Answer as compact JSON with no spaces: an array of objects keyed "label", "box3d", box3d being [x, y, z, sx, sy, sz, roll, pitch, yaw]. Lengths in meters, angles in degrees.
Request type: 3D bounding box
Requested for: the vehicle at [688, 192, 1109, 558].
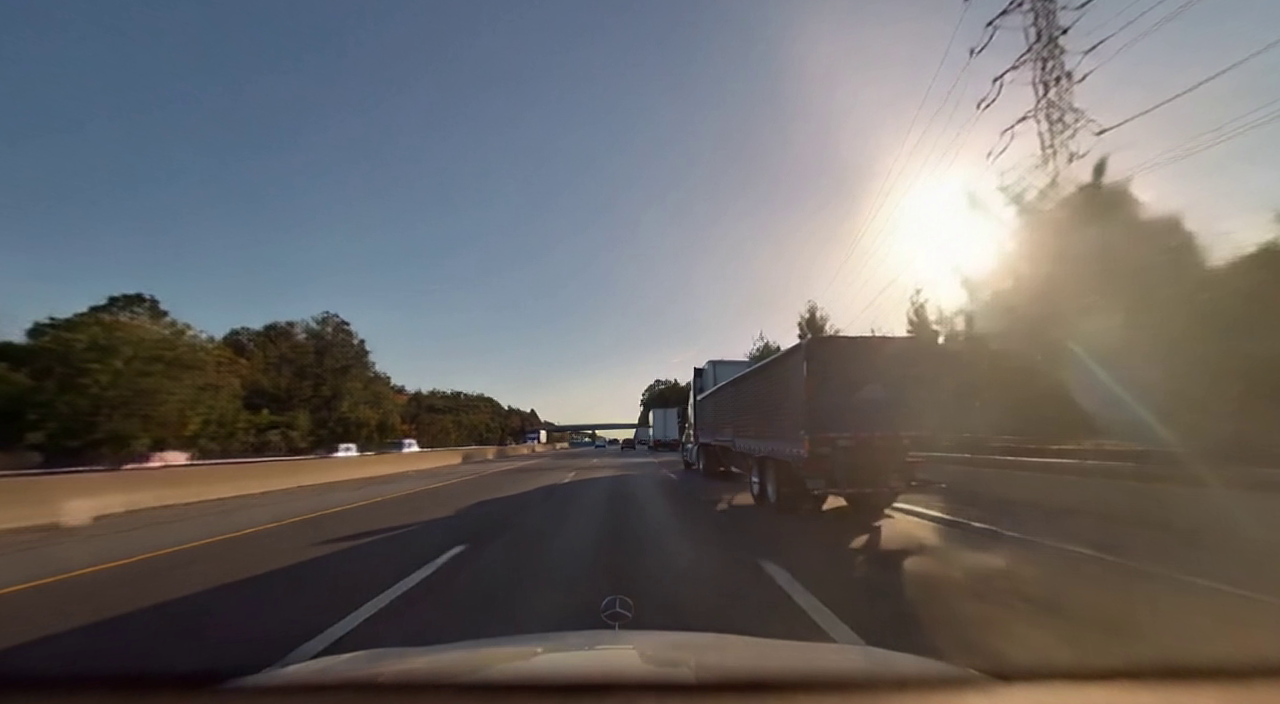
[{"label":"vehicle","box3d":[3.341,1.143,14.048,2.905,4.080,14.157,0,-8,-2]}]
